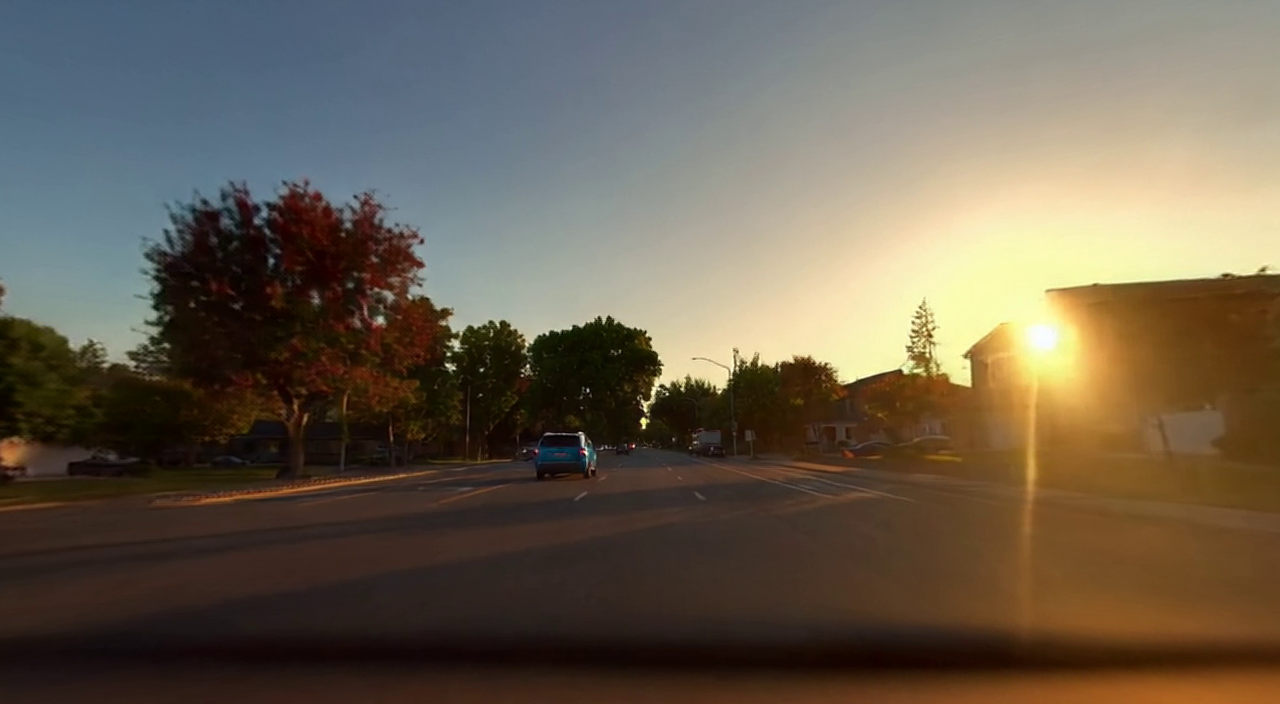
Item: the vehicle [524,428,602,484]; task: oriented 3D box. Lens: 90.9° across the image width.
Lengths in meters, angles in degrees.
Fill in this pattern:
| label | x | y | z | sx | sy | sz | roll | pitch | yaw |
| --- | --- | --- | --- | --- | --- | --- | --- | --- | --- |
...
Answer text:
| label | x | y | z | sx | sy | sz | roll | pitch | yaw |
| --- | --- | --- | --- | --- | --- | --- | --- | --- | --- |
| vehicle | -2.740 | 3.843 | 23.570 | 2.179 | 1.851 | 4.756 | 0 | -8 | 2 |
